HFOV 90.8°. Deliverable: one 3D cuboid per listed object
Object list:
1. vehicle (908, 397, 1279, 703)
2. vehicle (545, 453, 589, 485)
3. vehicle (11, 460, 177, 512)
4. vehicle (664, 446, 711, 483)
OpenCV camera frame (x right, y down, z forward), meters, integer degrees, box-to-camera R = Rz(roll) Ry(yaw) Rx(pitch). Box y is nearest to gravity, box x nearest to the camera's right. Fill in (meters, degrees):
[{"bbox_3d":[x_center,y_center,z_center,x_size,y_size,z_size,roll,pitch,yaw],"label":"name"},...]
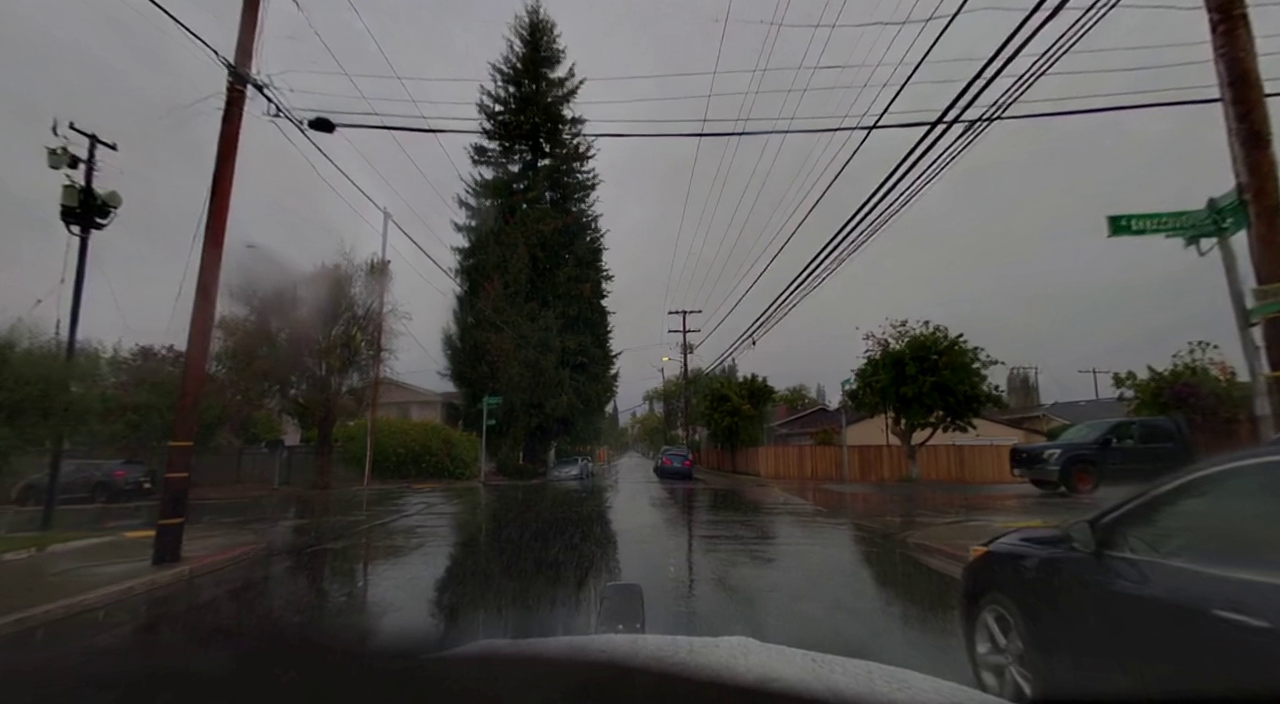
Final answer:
[{"bbox_3d":[2.650,0.782,1.144,2.038,1.463,4.905,0,-8,-2],"label":"vehicle"},{"bbox_3d":[-4.385,7.087,38.645,2.189,1.771,4.571,0,-8,-1],"label":"vehicle"},{"bbox_3d":[-19.229,4.699,22.413,3.977,1.665,1.976,0,-8,0],"label":"vehicle"},{"bbox_3d":[2.543,6.195,35.078,2.051,1.874,4.459,0,-8,-3],"label":"vehicle"}]
